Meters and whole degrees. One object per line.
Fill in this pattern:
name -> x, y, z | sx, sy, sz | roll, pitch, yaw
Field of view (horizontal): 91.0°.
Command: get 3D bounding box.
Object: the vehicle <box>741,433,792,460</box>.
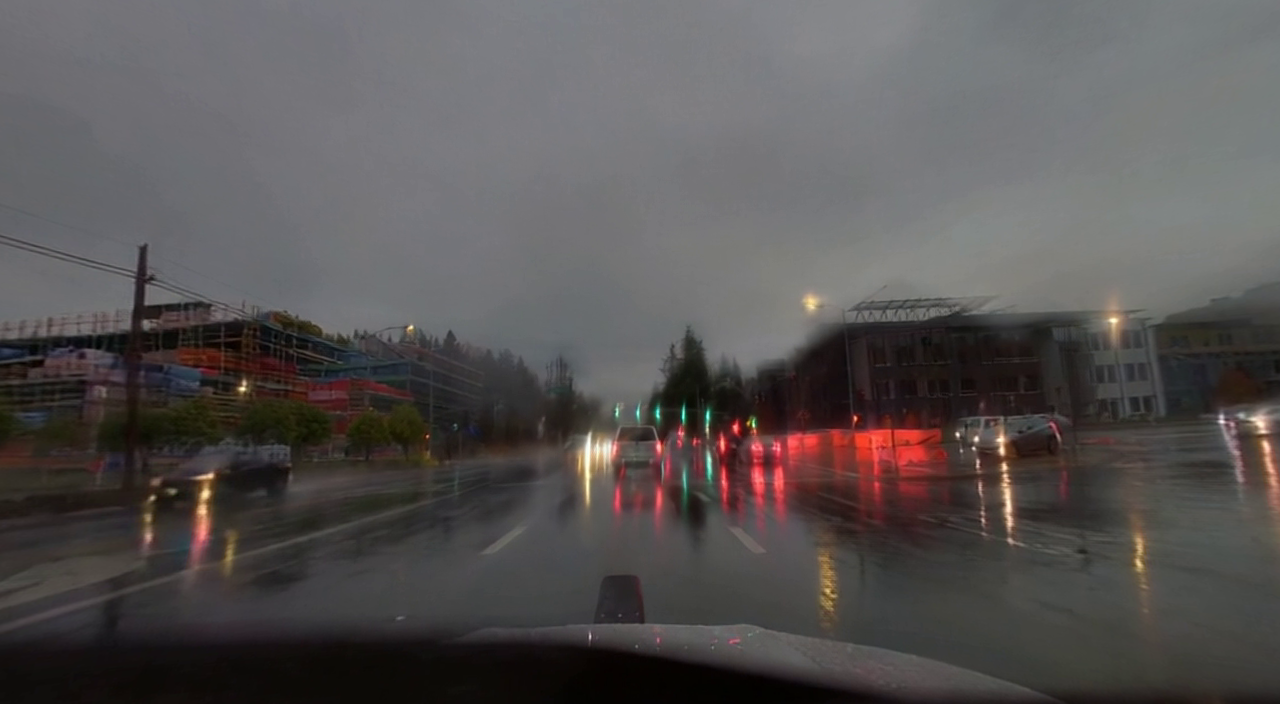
vehicle -> 7.636, 5.635, 37.775 | 2.145, 1.503, 4.267 | -4, -9, 23

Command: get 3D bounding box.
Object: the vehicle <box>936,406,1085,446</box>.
vehicle -> 14.929, 3.068, 25.504 | 4.986, 1.467, 2.025 | -6, -10, 34

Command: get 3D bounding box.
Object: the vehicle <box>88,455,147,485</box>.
vehicle -> -33.295, 7.447, 40.060 | 4.692, 1.720, 1.941 | -7, -11, 40

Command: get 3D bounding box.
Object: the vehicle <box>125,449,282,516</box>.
vehicle -> -12.661, 3.741, 18.620 | 1.887, 1.536, 4.088 | -5, -8, -2

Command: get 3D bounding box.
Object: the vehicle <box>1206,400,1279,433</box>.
vehicle -> 30.988, 3.223, 31.196 | 1.810, 1.448, 4.550 | -1, -8, 4

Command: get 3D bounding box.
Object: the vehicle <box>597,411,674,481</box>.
vehicle -> -0.204, 3.315, 22.205 | 2.350, 2.122, 5.801 | 0, -8, -2
